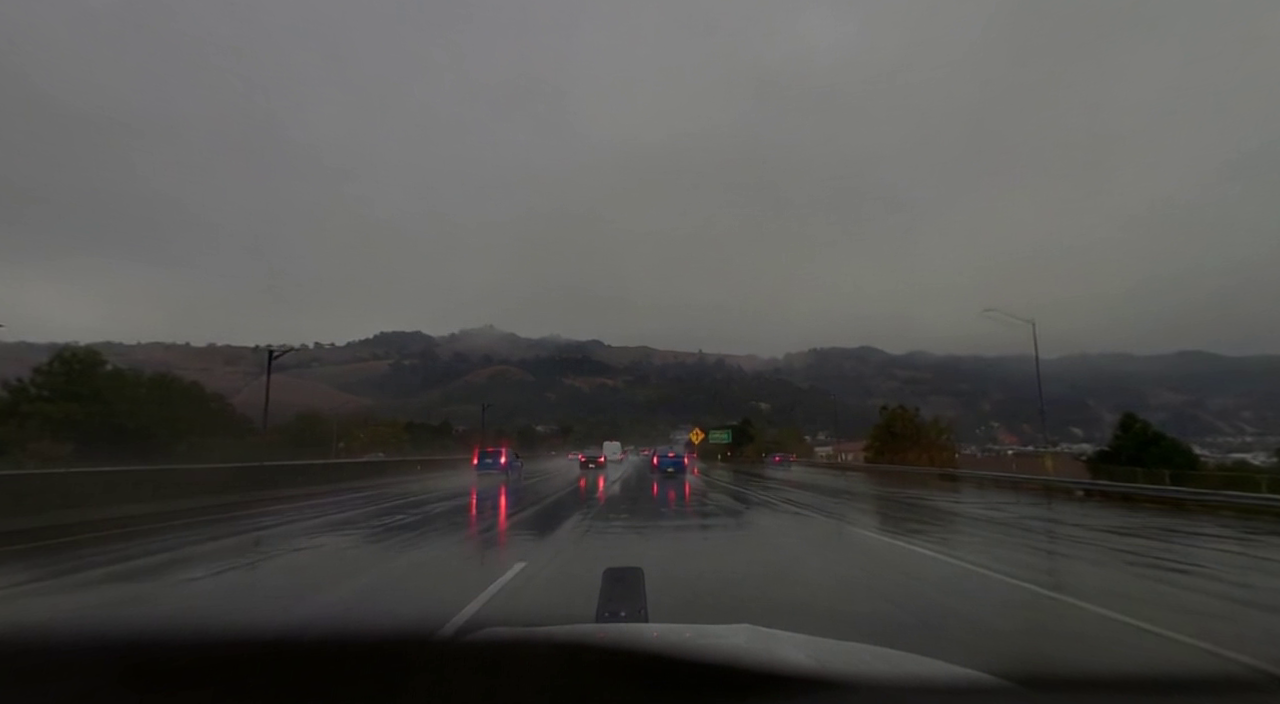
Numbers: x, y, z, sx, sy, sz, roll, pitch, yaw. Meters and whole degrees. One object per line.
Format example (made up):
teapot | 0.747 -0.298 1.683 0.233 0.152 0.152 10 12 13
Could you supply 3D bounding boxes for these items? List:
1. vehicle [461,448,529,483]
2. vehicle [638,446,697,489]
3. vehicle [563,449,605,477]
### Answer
vehicle | -6.750 5.305 29.909 2.012 1.504 4.729 0 -9 1
vehicle | 0.979 4.465 24.739 2.050 1.491 4.362 0 -9 -1
vehicle | -3.195 6.418 36.771 1.990 1.501 4.250 0 -9 1
